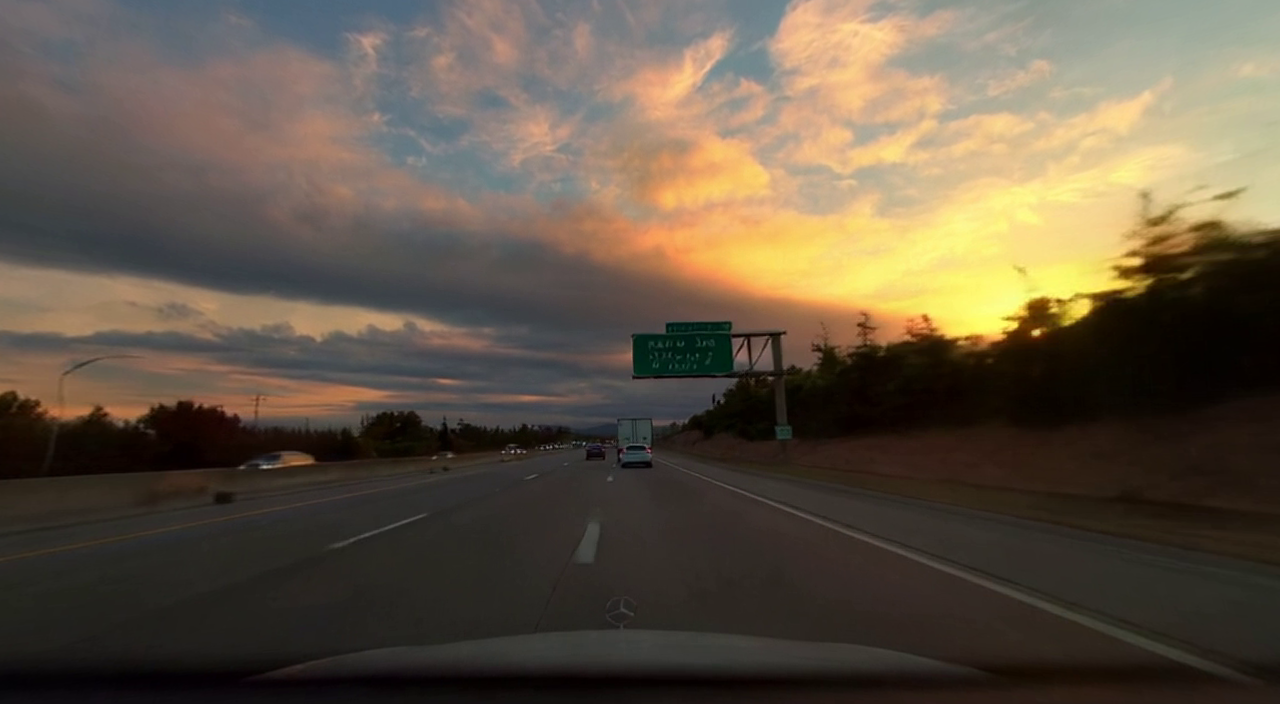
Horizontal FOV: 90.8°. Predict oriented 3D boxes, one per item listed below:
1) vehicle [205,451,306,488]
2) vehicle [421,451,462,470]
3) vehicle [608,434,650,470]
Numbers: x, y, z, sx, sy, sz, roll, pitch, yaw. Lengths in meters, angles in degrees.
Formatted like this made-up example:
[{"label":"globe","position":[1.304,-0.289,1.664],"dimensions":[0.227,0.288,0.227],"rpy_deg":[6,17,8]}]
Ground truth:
[{"label":"vehicle","position":[-16.558,5.043,27.433],"dimensions":[1.939,1.451,3.927],"rpy_deg":[0,-9,-1]},{"label":"vehicle","position":[-14.498,7.934,46.332],"dimensions":[1.849,1.349,3.837],"rpy_deg":[0,-9,-2]},{"label":"vehicle","position":[-0.703,5.688,36.045],"dimensions":[2.139,1.925,4.312],"rpy_deg":[0,-9,-5]}]
